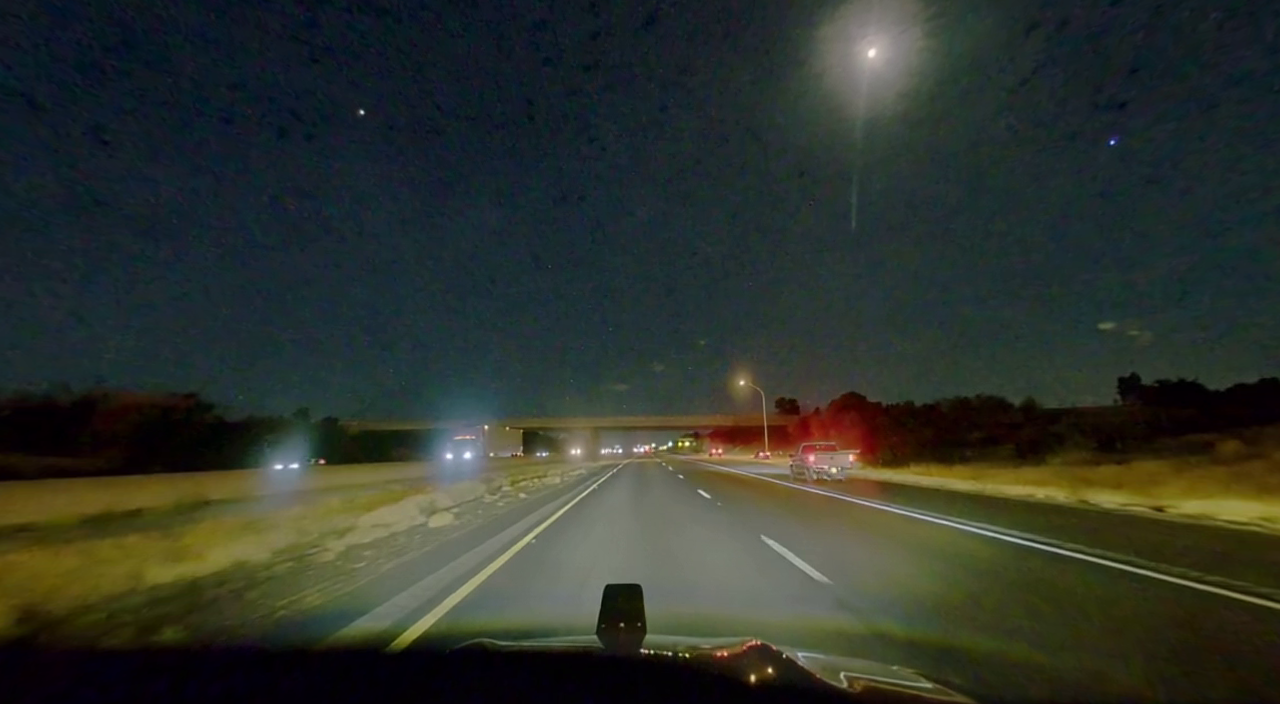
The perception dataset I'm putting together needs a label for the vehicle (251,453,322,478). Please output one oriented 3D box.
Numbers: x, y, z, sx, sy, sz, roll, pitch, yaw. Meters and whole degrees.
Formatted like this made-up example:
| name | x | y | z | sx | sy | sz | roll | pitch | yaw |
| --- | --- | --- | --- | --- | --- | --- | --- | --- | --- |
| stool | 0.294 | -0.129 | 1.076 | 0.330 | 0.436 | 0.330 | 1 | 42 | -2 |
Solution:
| name | x | y | z | sx | sy | sz | roll | pitch | yaw |
| --- | --- | --- | --- | --- | --- | --- | --- | --- | --- |
| vehicle | -23.626 | 7.574 | 42.161 | 1.941 | 1.485 | 4.816 | 0 | -8 | 0 |
